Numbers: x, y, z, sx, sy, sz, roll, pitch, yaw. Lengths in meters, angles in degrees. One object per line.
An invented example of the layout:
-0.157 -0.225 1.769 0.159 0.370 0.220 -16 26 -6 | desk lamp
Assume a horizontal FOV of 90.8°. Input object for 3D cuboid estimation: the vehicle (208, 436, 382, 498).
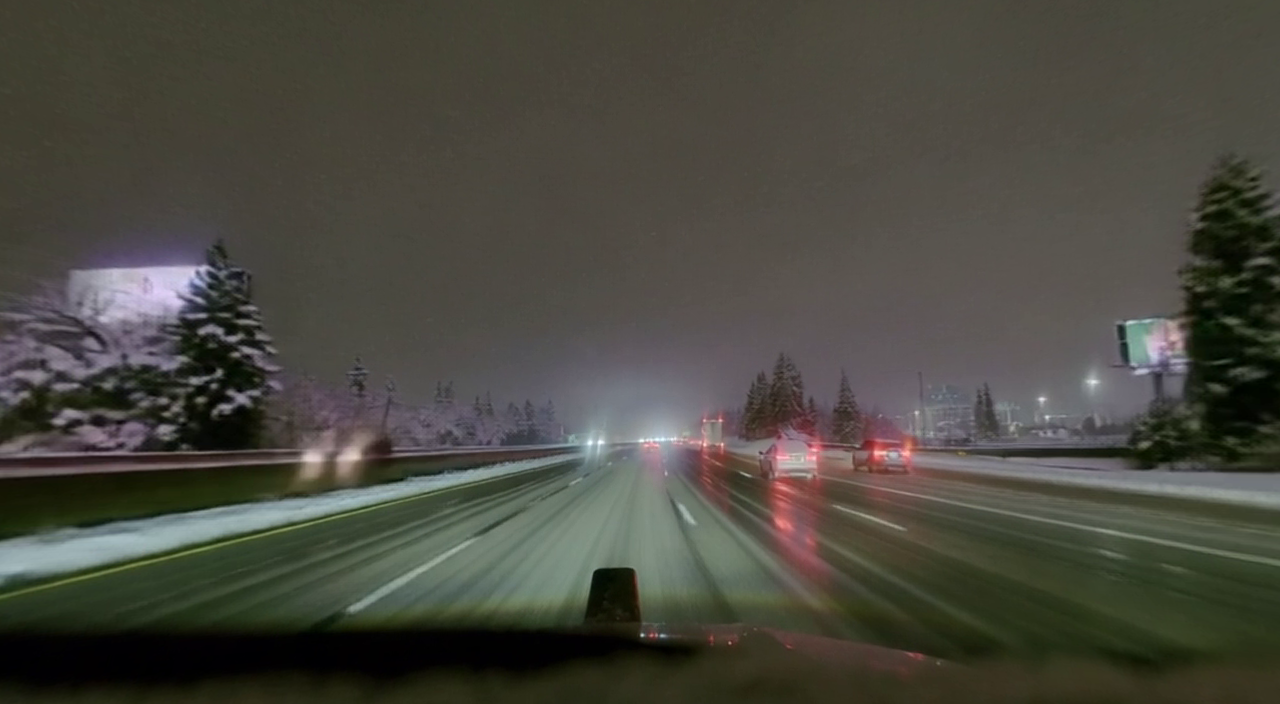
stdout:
-9.375 3.152 17.776 2.327 1.492 4.540 0 -8 0 | vehicle
